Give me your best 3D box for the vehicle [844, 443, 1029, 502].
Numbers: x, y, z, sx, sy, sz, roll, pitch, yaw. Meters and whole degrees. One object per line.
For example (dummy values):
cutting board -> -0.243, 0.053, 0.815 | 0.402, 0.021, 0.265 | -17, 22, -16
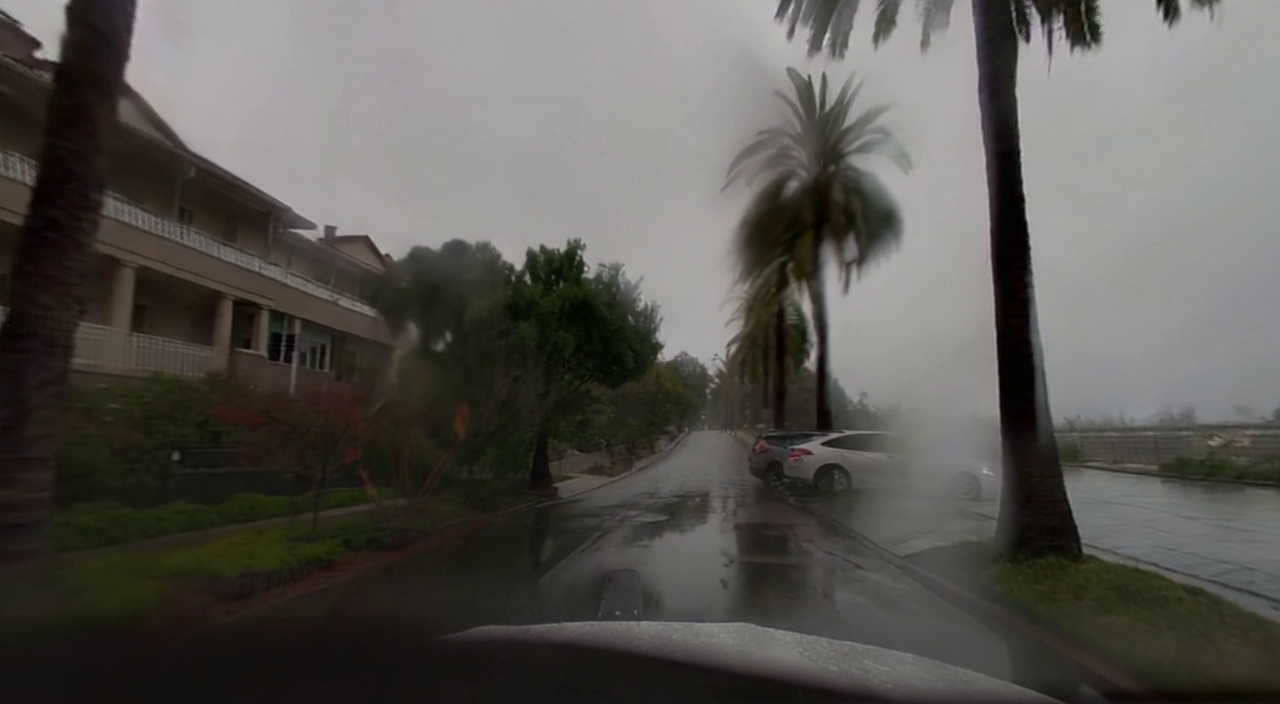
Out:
vehicle -> 7.922, 3.259, 17.343 | 4.195, 1.446, 1.979 | -1, -9, 11
